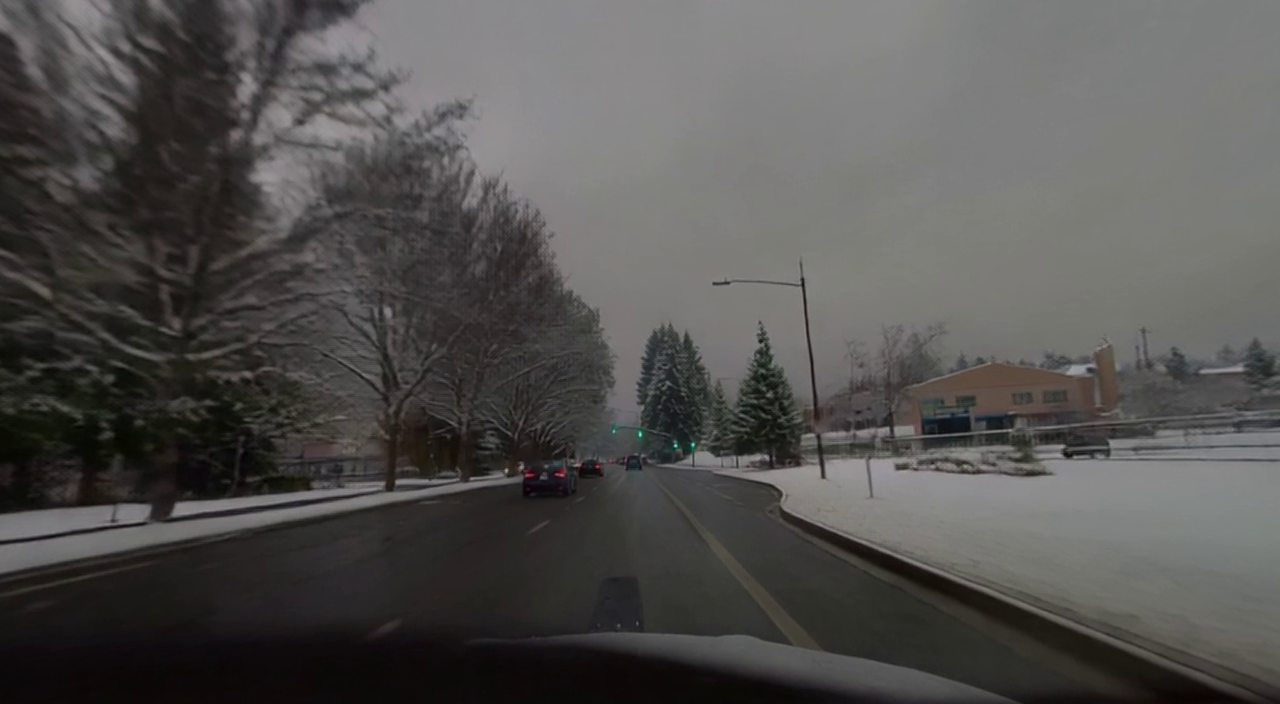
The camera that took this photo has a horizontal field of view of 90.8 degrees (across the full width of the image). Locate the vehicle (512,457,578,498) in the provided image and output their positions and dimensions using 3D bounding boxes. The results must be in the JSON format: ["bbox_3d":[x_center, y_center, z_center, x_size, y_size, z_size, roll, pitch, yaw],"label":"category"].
[{"bbox_3d":[-3.635,4.913,25.009,1.932,1.431,4.144,-1,-10,1],"label":"vehicle"}]
